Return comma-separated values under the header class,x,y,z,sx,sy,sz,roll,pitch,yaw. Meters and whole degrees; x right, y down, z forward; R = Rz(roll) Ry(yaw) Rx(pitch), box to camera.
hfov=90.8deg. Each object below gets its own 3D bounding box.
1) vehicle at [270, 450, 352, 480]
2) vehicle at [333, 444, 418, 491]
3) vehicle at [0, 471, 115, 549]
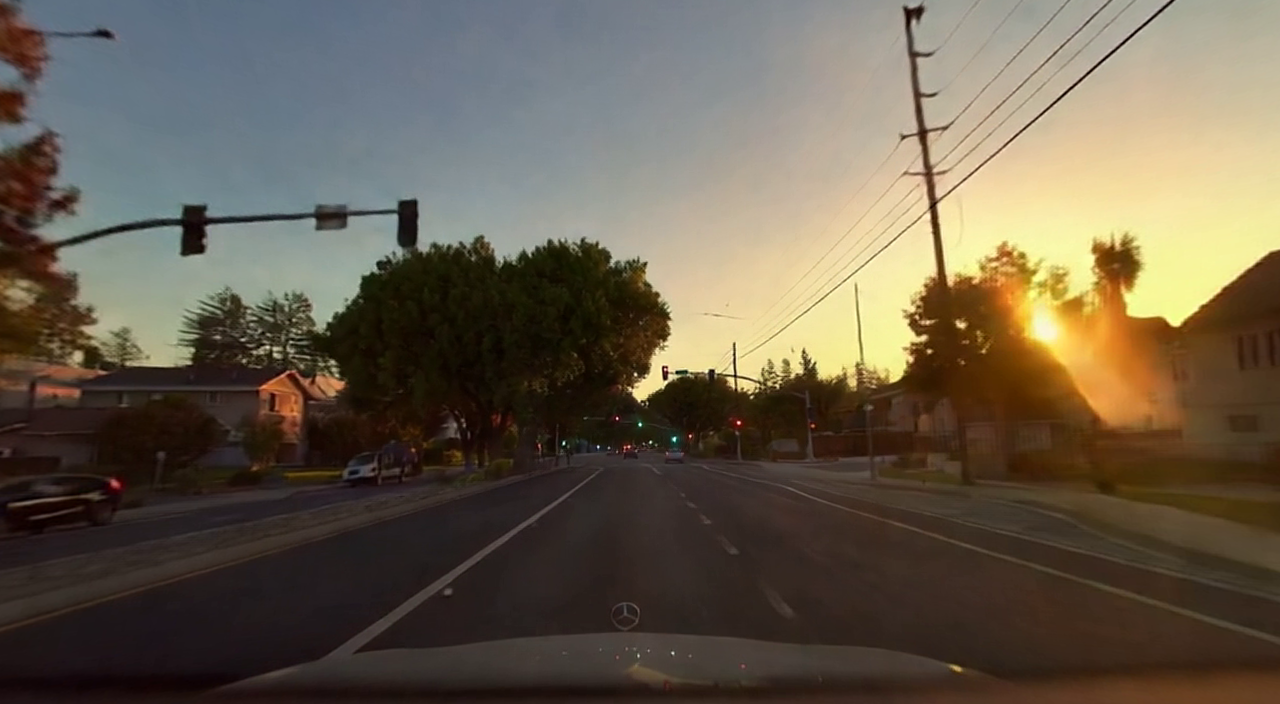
class,x,y,z,sx,sy,sz,roll,pitch,yaw
vehicle,-21.298,7.310,41.040,4.323,1.678,1.890,-2,-7,-2
vehicle,-13.830,6.030,33.435,2.346,2.217,5.290,0,-9,-2
vehicle,-14.038,3.385,13.575,1.888,1.470,4.282,0,-9,-1
